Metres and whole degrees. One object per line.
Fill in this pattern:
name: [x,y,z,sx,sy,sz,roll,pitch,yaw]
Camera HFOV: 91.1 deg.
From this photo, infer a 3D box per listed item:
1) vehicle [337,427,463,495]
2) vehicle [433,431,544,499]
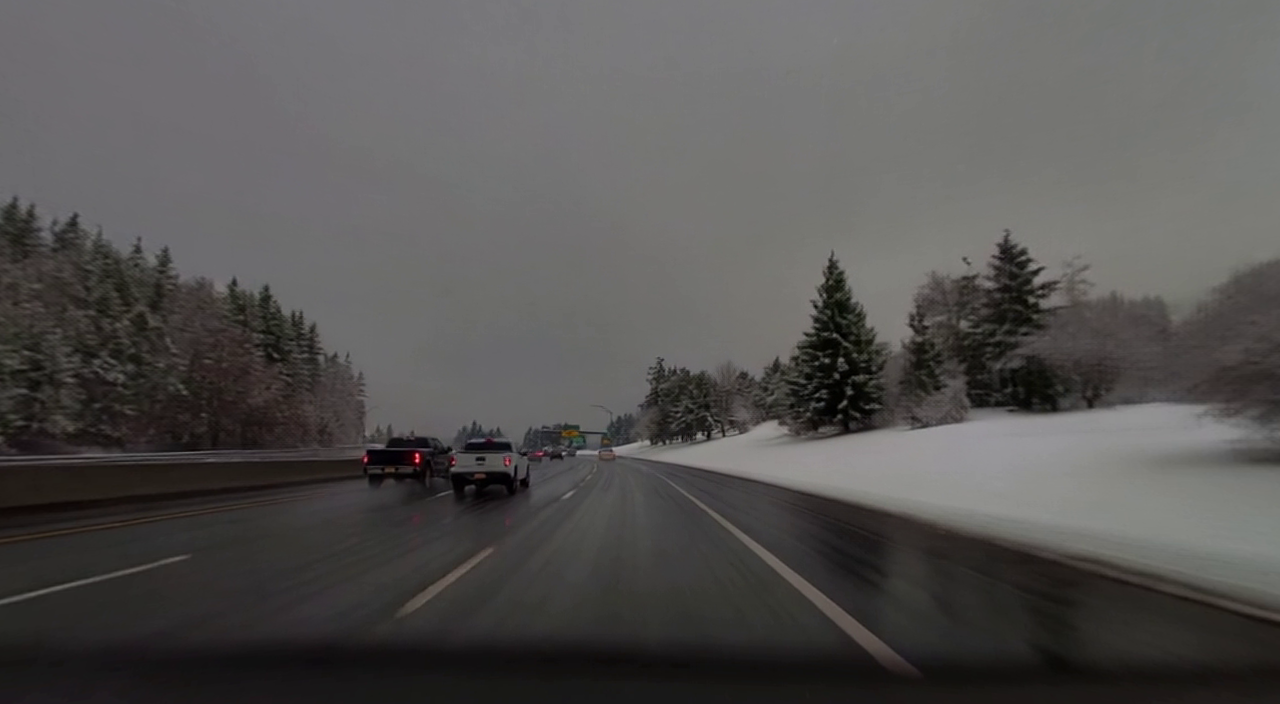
vehicle: [-7.744,3.570,20.981,2.160,1.949,5.293,0,-9,-1]
vehicle: [-4.379,3.354,19.085,2.142,1.789,5.009,0,-9,-1]
